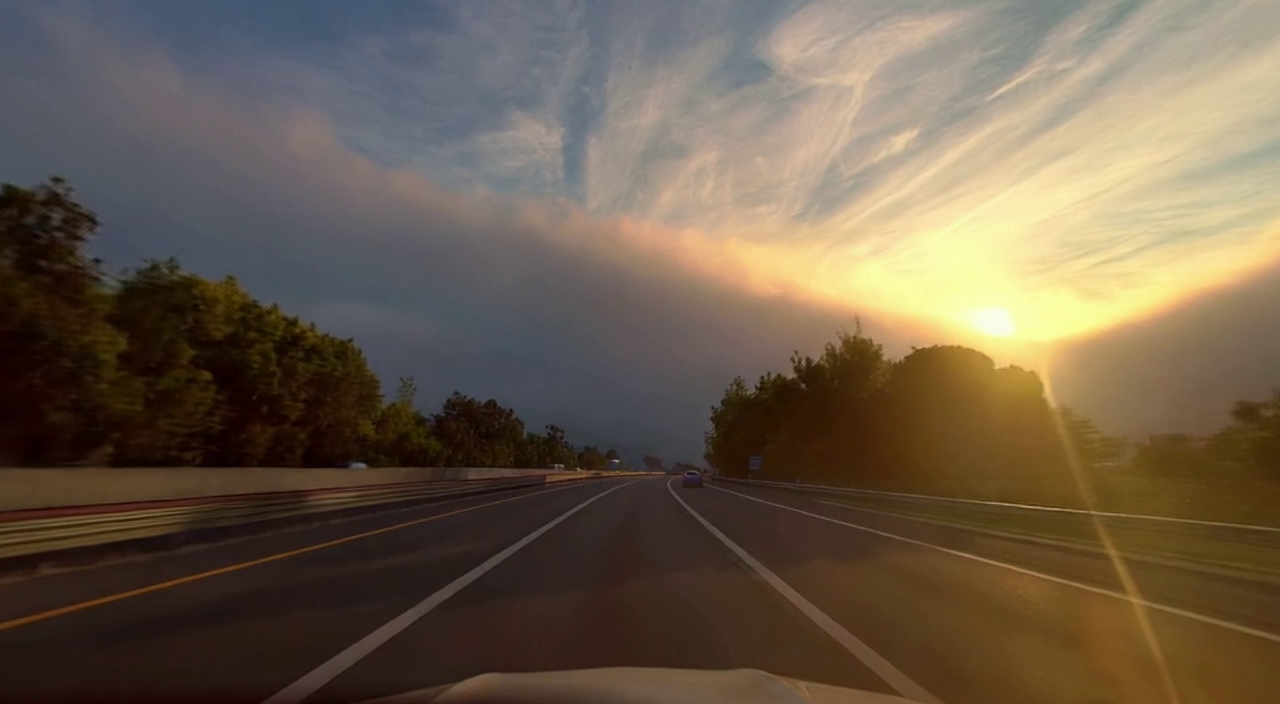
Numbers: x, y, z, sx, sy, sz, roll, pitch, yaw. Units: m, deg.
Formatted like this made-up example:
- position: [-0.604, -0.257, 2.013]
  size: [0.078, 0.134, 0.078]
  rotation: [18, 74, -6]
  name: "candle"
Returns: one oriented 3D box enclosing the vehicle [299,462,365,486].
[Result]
- position: [-20.145, 8.022, 41.461]
  size: [1.938, 1.458, 4.858]
  rotation: [1, -11, -1]
  name: "vehicle"
